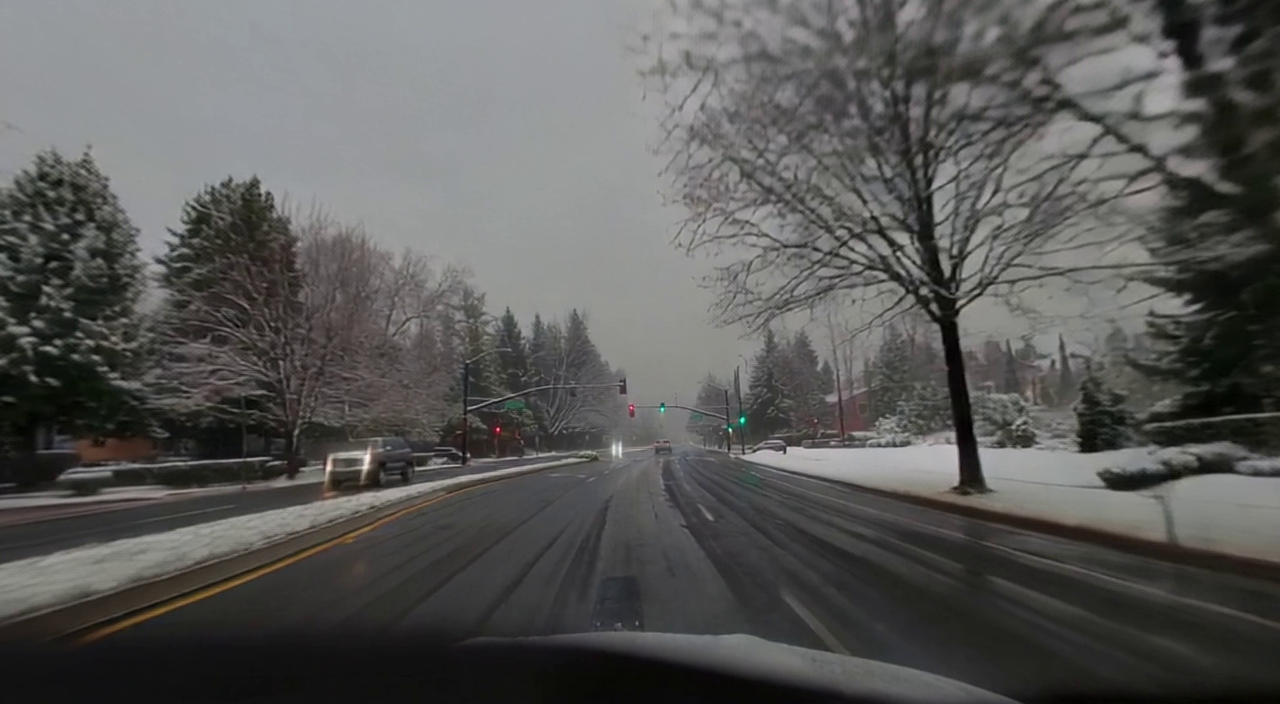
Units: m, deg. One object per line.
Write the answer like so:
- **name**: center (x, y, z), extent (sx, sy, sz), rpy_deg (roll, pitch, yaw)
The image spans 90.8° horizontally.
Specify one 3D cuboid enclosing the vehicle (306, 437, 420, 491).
- **vehicle**: center (-11.220, 4.564, 26.142), extent (2.174, 1.855, 5.452), rpy_deg (-3, -9, 1)
